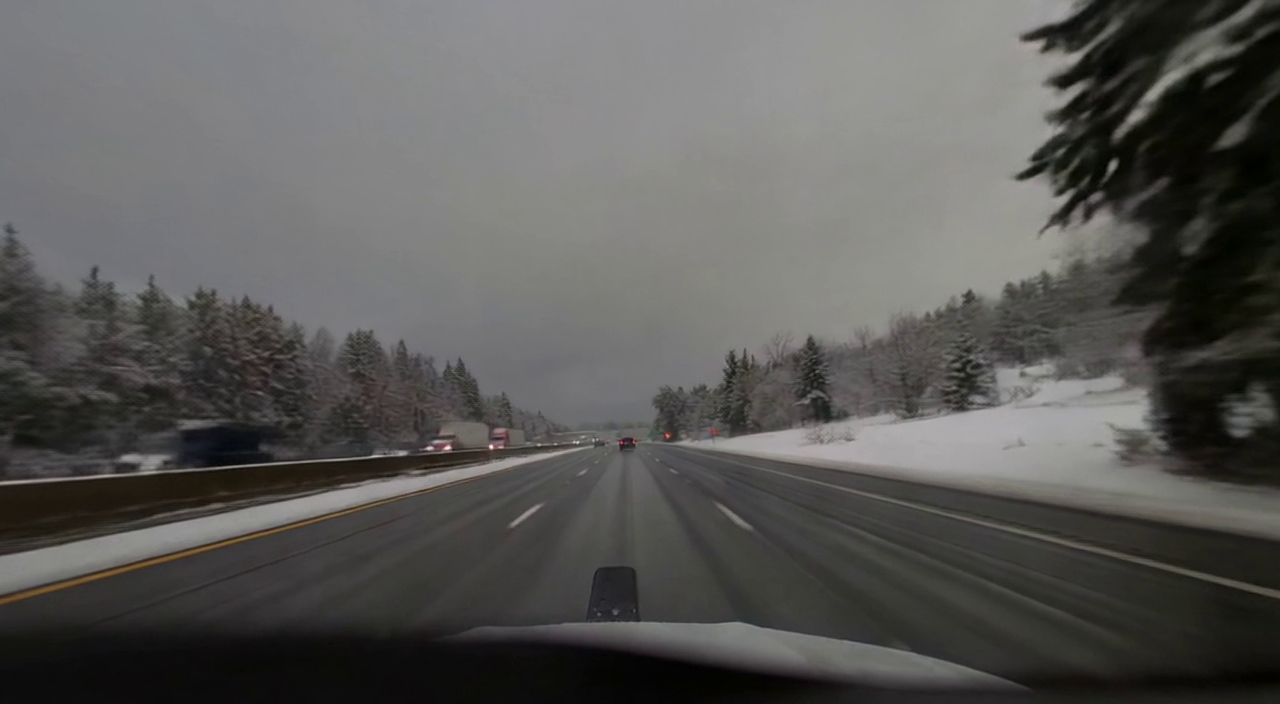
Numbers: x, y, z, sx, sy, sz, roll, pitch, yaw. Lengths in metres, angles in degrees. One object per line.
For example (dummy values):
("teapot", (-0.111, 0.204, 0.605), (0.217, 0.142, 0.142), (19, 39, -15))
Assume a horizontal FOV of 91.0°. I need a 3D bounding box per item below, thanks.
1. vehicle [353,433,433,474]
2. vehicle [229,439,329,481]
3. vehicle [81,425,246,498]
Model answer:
("vehicle", (-12.525, 5.151, 32.285), (2.097, 1.860, 5.080), (0, -8, -1))
("vehicle", (-19.466, 5.832, 34.327), (2.390, 2.038, 5.581), (0, -8, -3))
("vehicle", (-19.347, 4.434, 26.073), (2.196, 2.618, 5.990), (0, -8, -1))
